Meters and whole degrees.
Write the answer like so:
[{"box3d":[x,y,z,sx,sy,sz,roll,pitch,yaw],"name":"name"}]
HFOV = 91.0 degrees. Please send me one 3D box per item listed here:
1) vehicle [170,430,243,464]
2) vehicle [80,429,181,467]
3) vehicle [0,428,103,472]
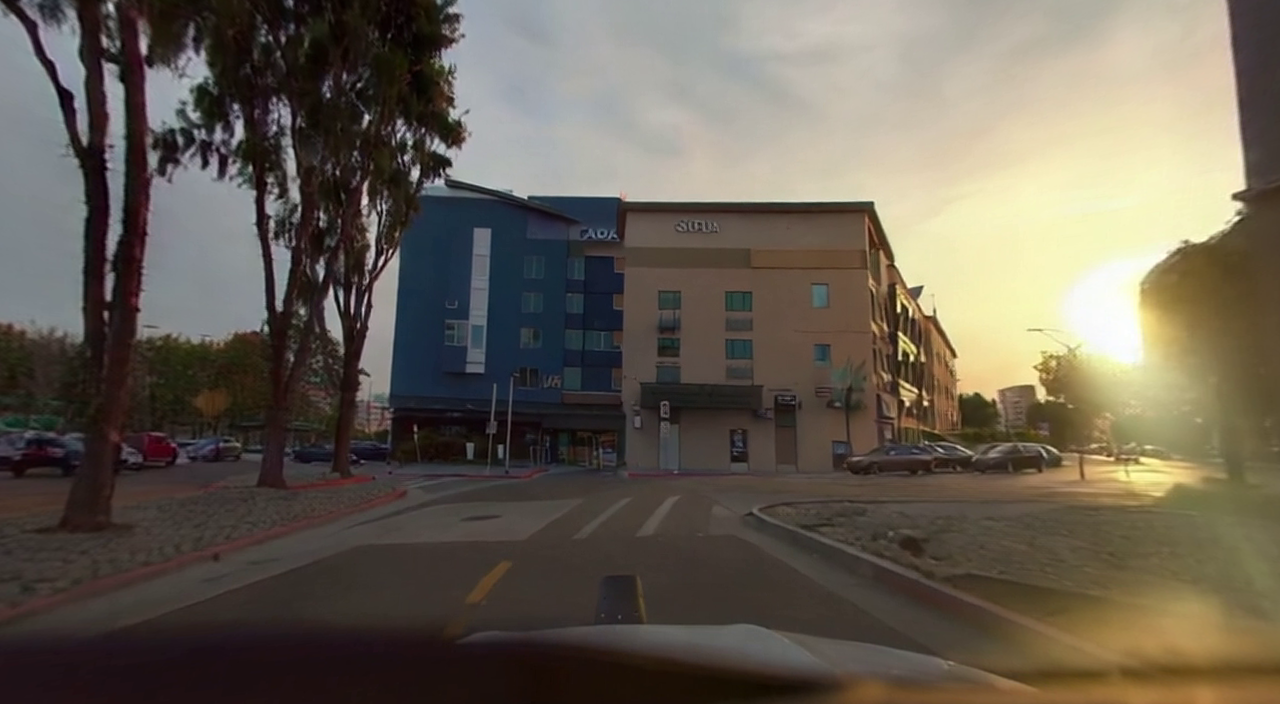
[{"box3d":[-26.795,5.831,39.049,1.870,1.563,4.039,7,-4,-7],"name":"vehicle"},{"box3d":[-23.513,4.519,29.257,1.675,1.587,3.980,-1,-11,-6],"name":"vehicle"},{"box3d":[-23.124,3.733,24.118,1.838,1.518,4.074,0,-7,-7],"name":"vehicle"}]
